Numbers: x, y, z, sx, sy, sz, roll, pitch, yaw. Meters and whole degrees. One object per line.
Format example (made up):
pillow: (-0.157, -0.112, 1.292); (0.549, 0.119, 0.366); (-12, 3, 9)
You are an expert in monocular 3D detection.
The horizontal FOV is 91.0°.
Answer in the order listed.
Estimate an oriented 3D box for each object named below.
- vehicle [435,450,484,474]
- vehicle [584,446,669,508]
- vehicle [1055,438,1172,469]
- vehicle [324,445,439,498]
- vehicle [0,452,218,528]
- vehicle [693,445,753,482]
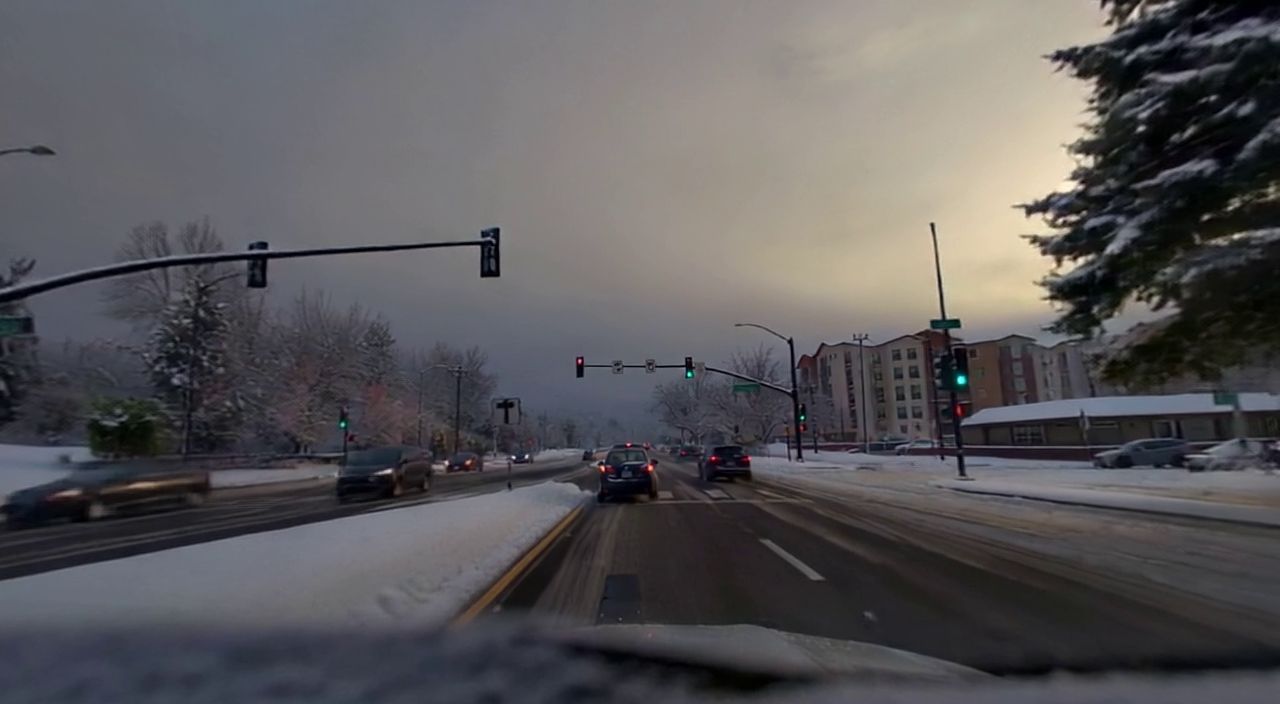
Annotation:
vehicle: (-12.067, 7.375, 42.401); (1.963, 1.504, 4.640); (0, -9, 0)
vehicle: (-0.340, 3.295, 17.053); (2.010, 1.447, 4.121); (0, -9, 0)
vehicle: (26.041, 5.608, 34.753); (4.665, 1.612, 1.937); (-1, -9, 8)
vehicle: (-8.536, 3.962, 21.283); (1.966, 1.571, 4.479); (0, -9, 0)
vehicle: (-12.327, 3.131, 14.842); (1.904, 1.475, 4.068); (0, -9, 0)
vehicle: (3.586, 4.890, 27.851); (2.023, 1.506, 3.816); (0, -9, -2)
